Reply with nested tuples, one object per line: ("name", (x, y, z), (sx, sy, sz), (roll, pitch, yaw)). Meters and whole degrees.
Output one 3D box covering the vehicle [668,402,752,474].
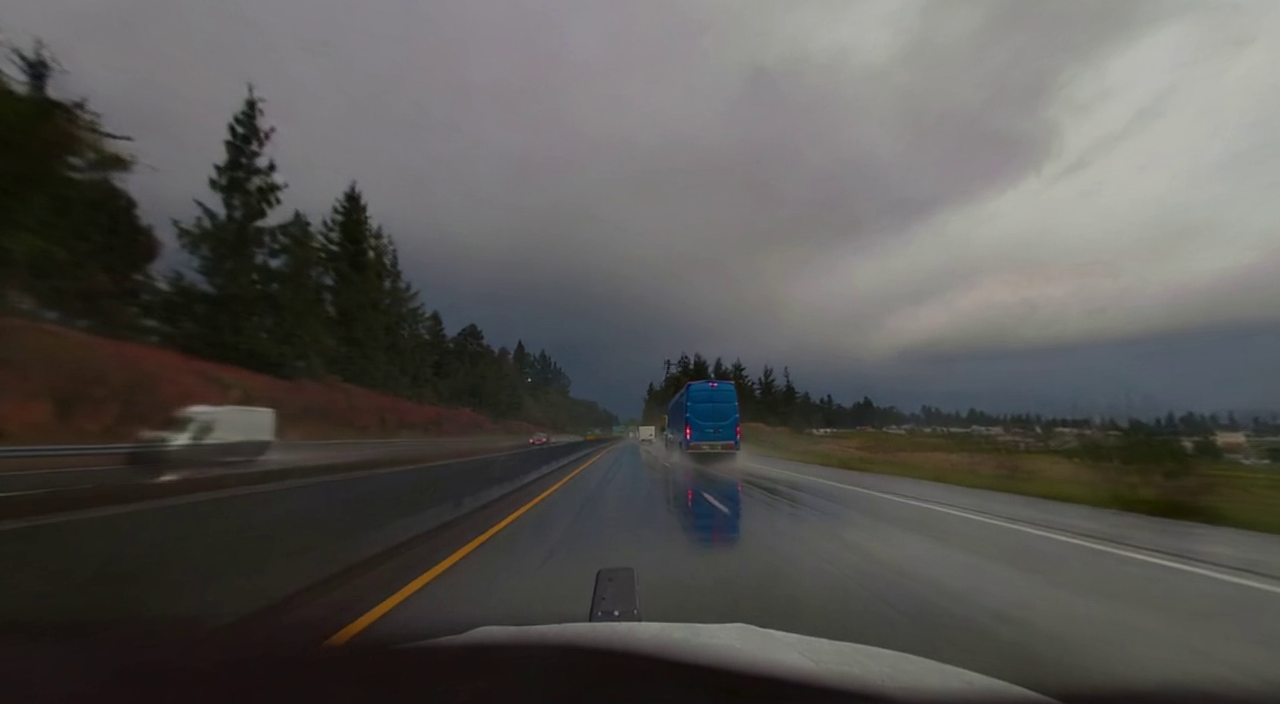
("vehicle", (2.664, 3.527, 25.898), (2.570, 2.596, 6.082), (0, -8, -2))
